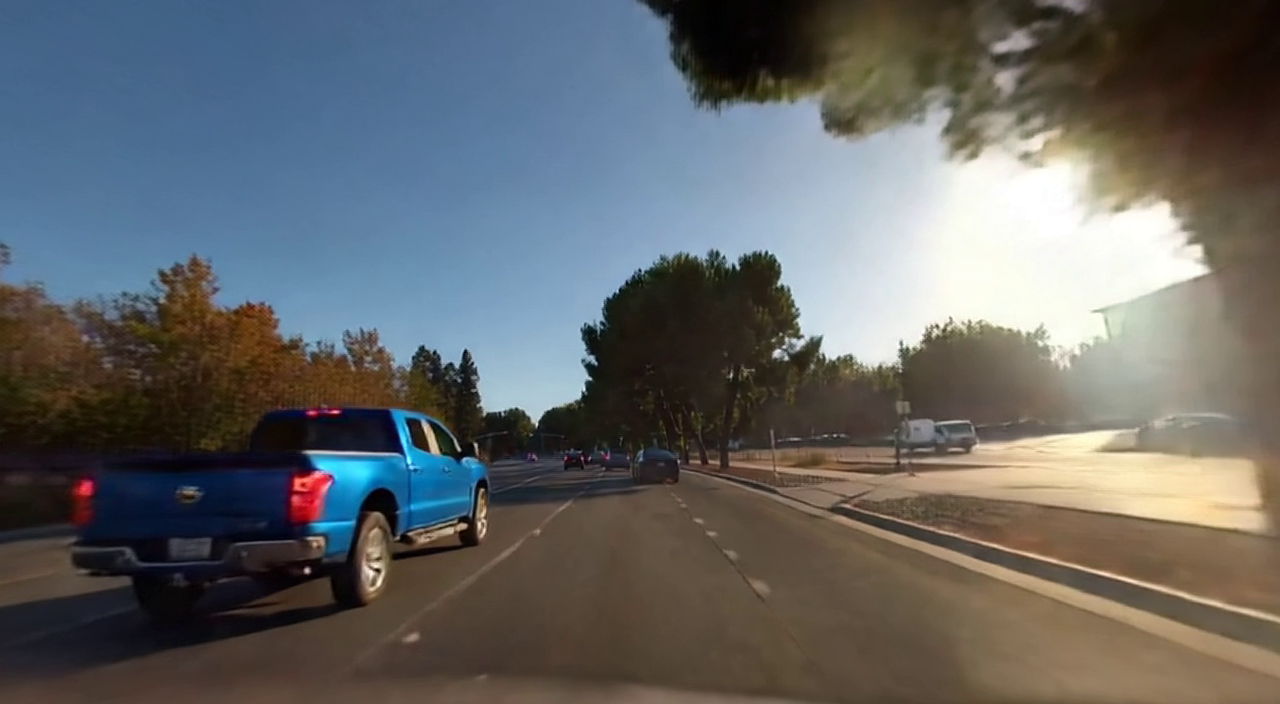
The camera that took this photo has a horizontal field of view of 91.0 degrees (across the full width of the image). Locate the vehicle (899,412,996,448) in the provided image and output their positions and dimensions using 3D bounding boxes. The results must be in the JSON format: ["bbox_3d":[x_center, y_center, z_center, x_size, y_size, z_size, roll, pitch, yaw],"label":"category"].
[{"bbox_3d":[22.387,5.747,46.043,6.027,2.377,2.245,-5,-10,26],"label":"vehicle"}]

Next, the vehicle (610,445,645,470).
[{"bbox_3d":[-0.895,6.894,41.202,2.047,1.502,3.873,0,-9,-5],"label":"vehicle"}]

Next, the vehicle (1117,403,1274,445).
[{"bbox_3d":[23.183,3.094,26.569,4.588,1.525,1.979,-6,-11,32],"label":"vehicle"}]

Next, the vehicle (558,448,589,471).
[{"bbox_3d":[-4.547,7.354,43.272,2.018,1.458,4.350,0,-9,-5],"label":"vehicle"}]

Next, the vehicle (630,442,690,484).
[{"bbox_3d":[0.706,4.470,25.557,2.142,1.528,4.133,0,-9,-2],"label":"vehicle"}]

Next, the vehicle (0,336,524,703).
[{"bbox_3d":[-3.049,1.370,6.380,2.512,1.992,5.725,-1,-9,2],"label":"vehicle"}]
